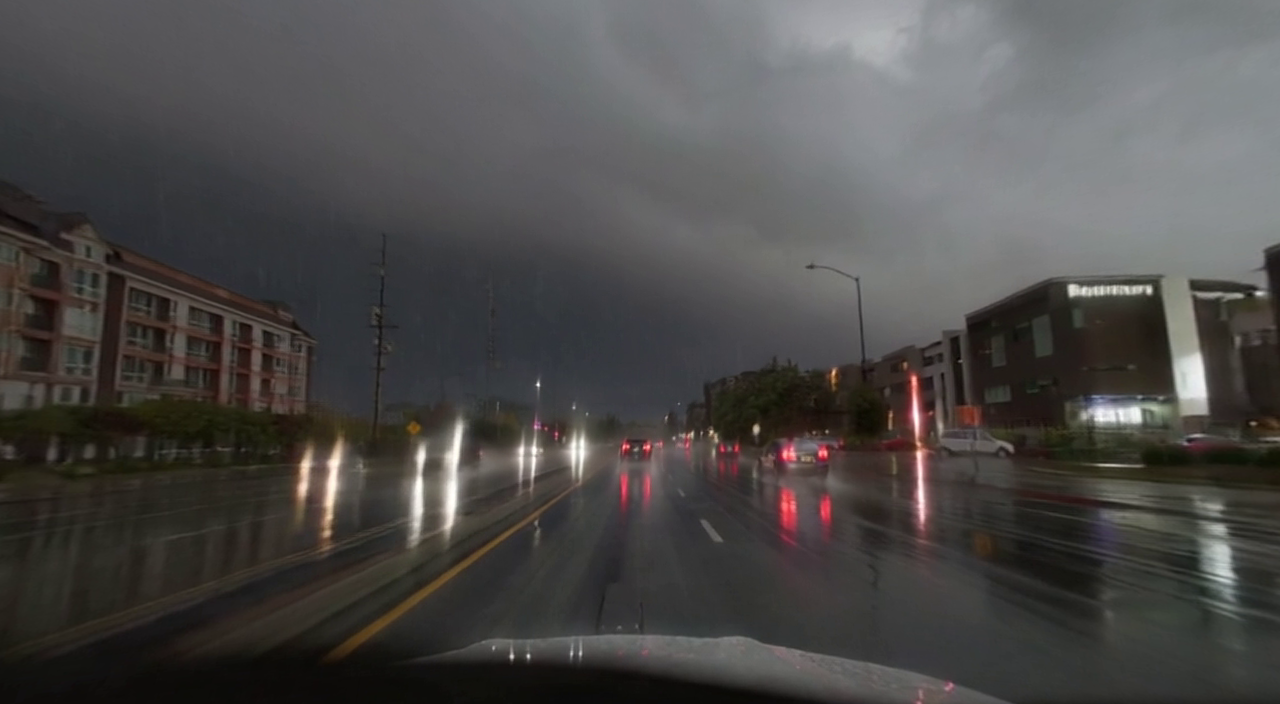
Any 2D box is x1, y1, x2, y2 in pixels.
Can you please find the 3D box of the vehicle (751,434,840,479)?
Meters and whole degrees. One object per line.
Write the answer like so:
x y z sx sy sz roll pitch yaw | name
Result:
5.961 4.069 24.799 2.121 1.557 4.898 0 -8 -1 | vehicle

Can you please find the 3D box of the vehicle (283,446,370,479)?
-15.800 5.585 32.047 1.977 1.514 4.720 0 -8 0 | vehicle

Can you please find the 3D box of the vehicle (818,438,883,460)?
16.628 7.709 49.995 2.194 1.666 4.576 4 -9 -27 | vehicle

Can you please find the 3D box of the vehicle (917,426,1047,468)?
17.679 4.951 32.718 5.388 2.082 2.328 1 -9 -4 | vehicle

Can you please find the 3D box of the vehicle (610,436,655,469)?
-0.366 5.092 31.912 2.106 1.553 3.964 0 -8 -1 | vehicle

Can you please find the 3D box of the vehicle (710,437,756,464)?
5.717 6.137 39.230 2.154 1.554 4.149 0 -8 -2 | vehicle

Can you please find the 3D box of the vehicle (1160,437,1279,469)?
29.605 5.150 32.384 1.781 1.507 4.628 0 -8 2 | vehicle

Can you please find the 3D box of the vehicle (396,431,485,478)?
-8.671 4.526 27.970 2.357 1.894 4.864 0 -8 0 | vehicle
